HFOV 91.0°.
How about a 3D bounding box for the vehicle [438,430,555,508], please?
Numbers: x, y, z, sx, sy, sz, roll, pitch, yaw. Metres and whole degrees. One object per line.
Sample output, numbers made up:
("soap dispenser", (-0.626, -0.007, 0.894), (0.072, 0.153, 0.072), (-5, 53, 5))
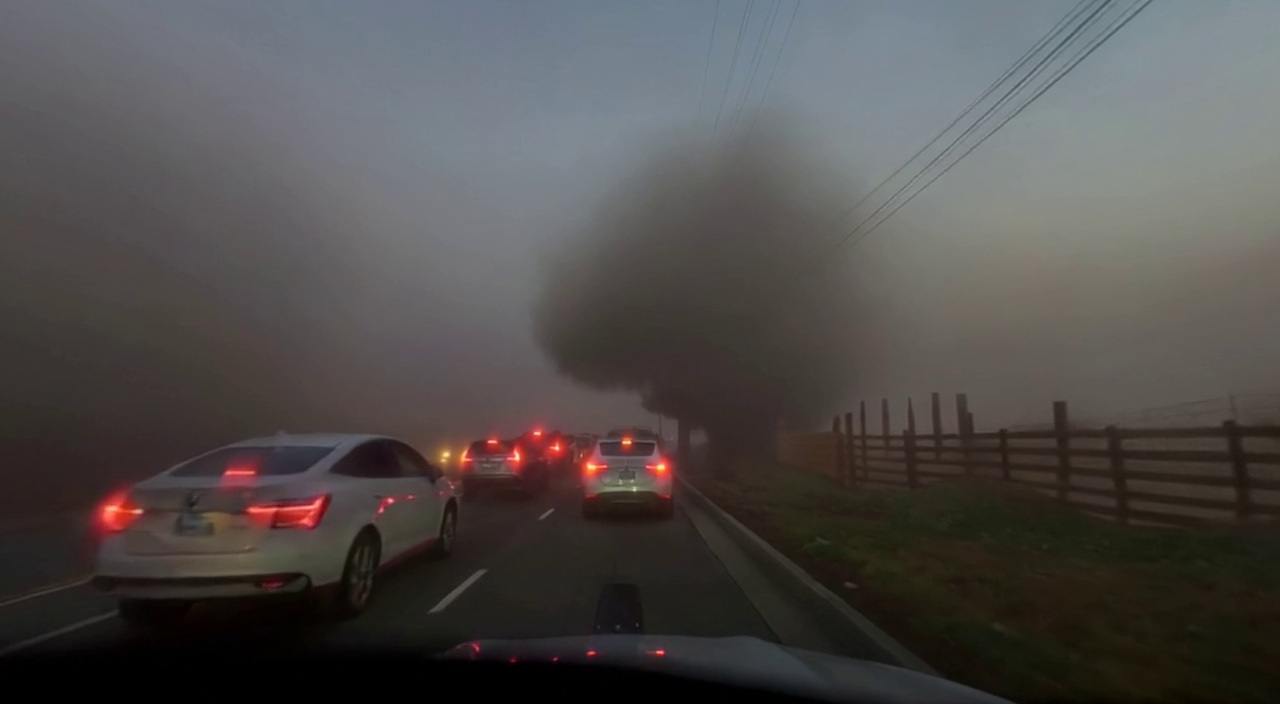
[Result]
("vehicle", (-3.226, 2.698, 14.902), (1.850, 1.582, 3.688), (0, -8, 1))

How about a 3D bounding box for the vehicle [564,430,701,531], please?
("vehicle", (-0.131, 2.167, 11.167), (1.995, 1.460, 3.865), (0, -8, -1))

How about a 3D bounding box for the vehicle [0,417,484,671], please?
("vehicle", (-3.155, 1.511, 6.196), (1.980, 1.520, 4.636), (0, -8, 1))
